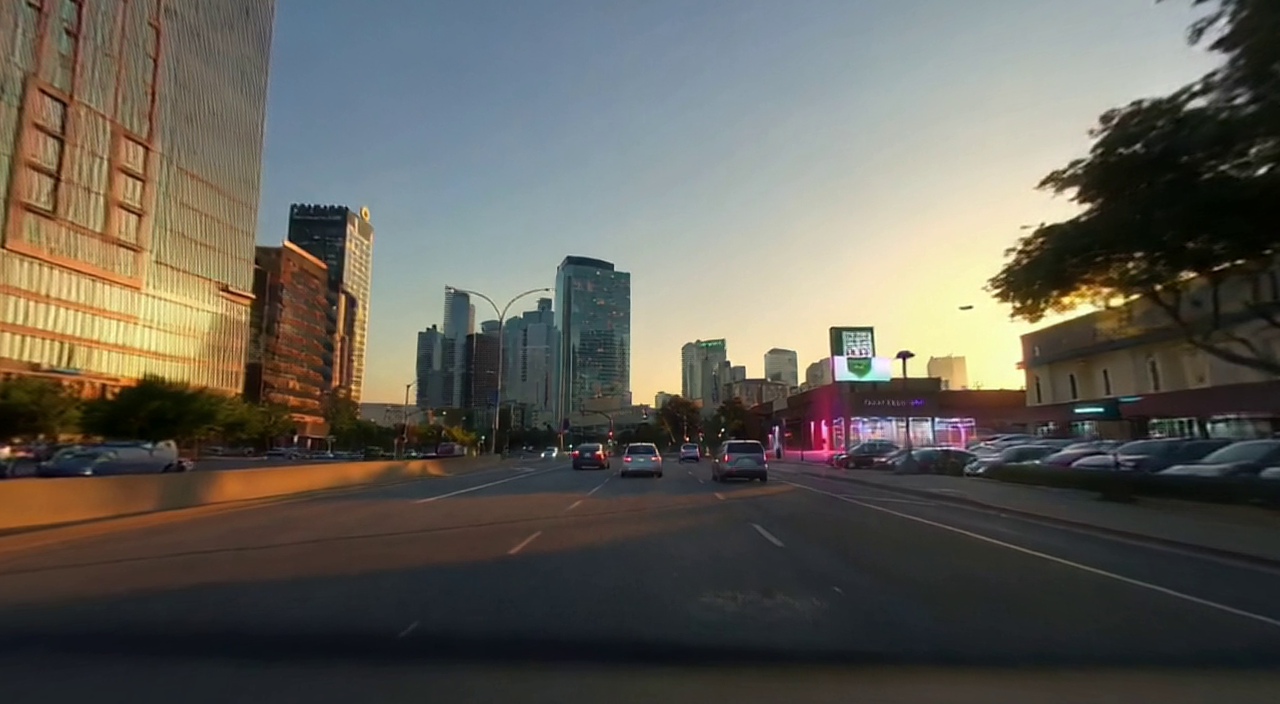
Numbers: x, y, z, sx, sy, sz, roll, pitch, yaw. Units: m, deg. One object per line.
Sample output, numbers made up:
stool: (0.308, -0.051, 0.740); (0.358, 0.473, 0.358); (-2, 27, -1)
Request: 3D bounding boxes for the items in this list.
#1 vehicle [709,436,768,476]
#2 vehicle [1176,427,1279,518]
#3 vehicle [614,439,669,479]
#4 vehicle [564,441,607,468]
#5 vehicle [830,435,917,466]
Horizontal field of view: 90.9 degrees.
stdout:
vehicle: (4.480, 4.776, 29.178); (2.007, 1.683, 4.171); (0, -8, 0)
vehicle: (13.521, 2.441, 13.146); (4.346, 1.667, 2.022); (5, -10, -29)
vehicle: (0.063, 4.316, 25.741); (2.059, 1.477, 3.988); (0, -8, 1)
vehicle: (-3.204, 6.082, 37.723); (2.029, 1.482, 4.591); (0, -8, 2)
vehicle: (15.192, 6.429, 41.145); (4.775, 1.728, 1.996); (-2, -9, 0)
